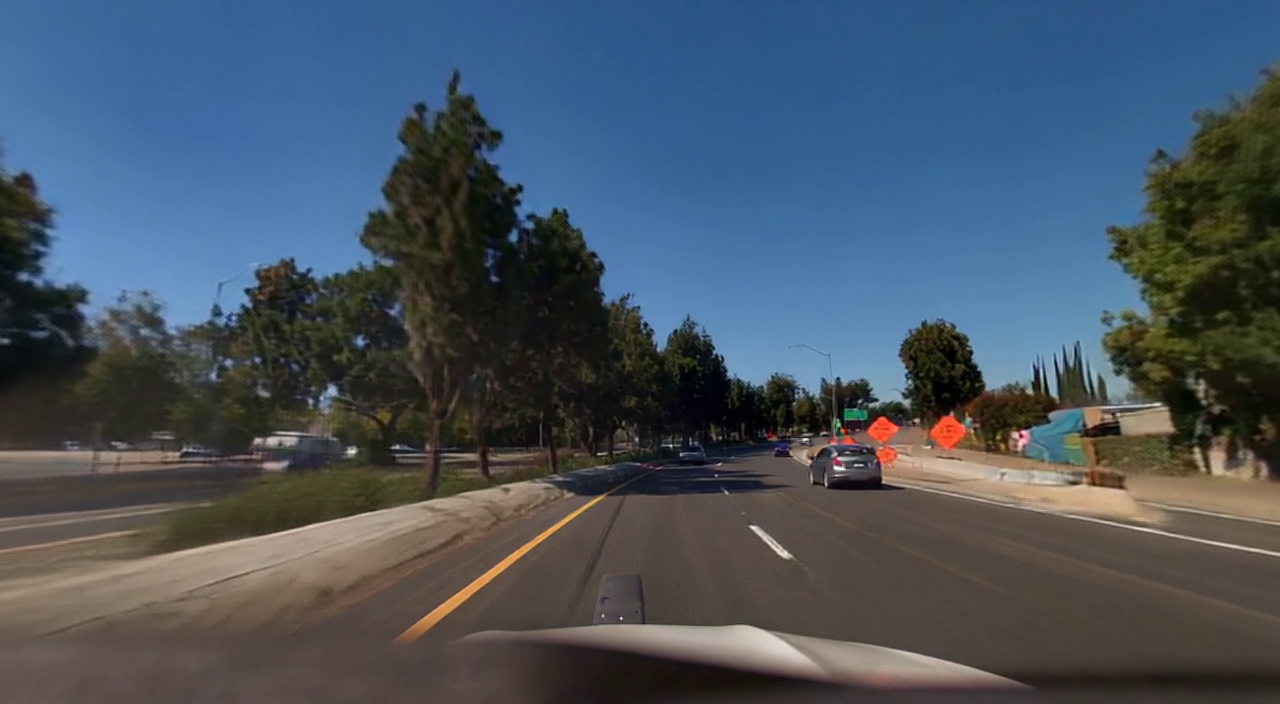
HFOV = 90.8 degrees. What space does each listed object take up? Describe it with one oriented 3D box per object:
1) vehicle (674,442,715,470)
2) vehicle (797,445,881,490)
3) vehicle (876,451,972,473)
[{"bbox_3d":[3.470,6.513,39.714,2.201,1.676,4.541,-2,-9,9],"label":"vehicle"},{"bbox_3d":[7.251,4.218,23.442,2.044,1.474,4.083,-1,-9,4],"label":"vehicle"},{"bbox_3d":[14.086,5.496,31.780,3.503,1.020,4.269,-2,-9,11],"label":"vehicle"}]
